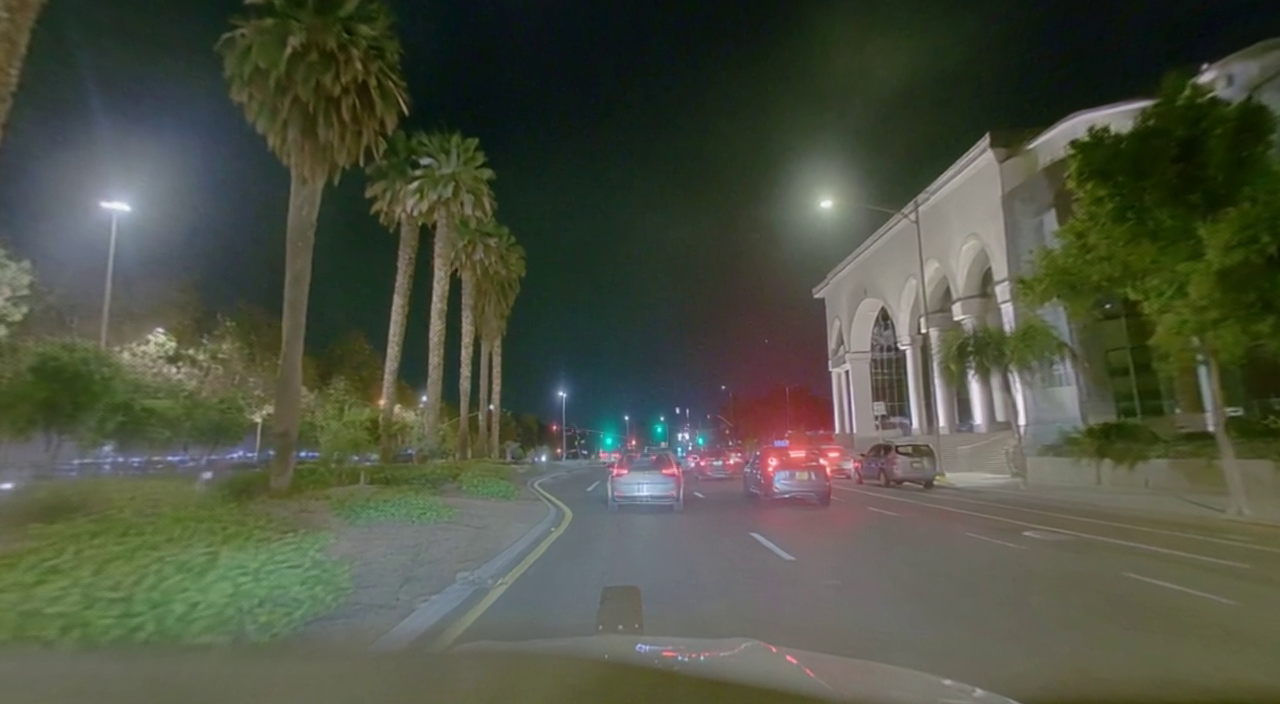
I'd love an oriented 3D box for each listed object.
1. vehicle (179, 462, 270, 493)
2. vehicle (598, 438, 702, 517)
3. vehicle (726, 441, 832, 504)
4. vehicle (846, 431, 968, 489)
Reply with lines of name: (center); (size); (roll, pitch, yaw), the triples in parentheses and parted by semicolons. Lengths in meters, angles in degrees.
vehicle: (-23.792, 7.194, 36.426); (1.957, 1.493, 4.900); (0, -8, 0)
vehicle: (0.166, 2.755, 14.359); (2.050, 1.521, 3.747); (0, -8, -1)
vehicle: (3.592, 3.178, 17.180); (1.833, 1.465, 4.258); (0, -8, -1)
vehicle: (8.735, 3.584, 21.259); (1.994, 1.715, 4.777); (0, -8, 0)
